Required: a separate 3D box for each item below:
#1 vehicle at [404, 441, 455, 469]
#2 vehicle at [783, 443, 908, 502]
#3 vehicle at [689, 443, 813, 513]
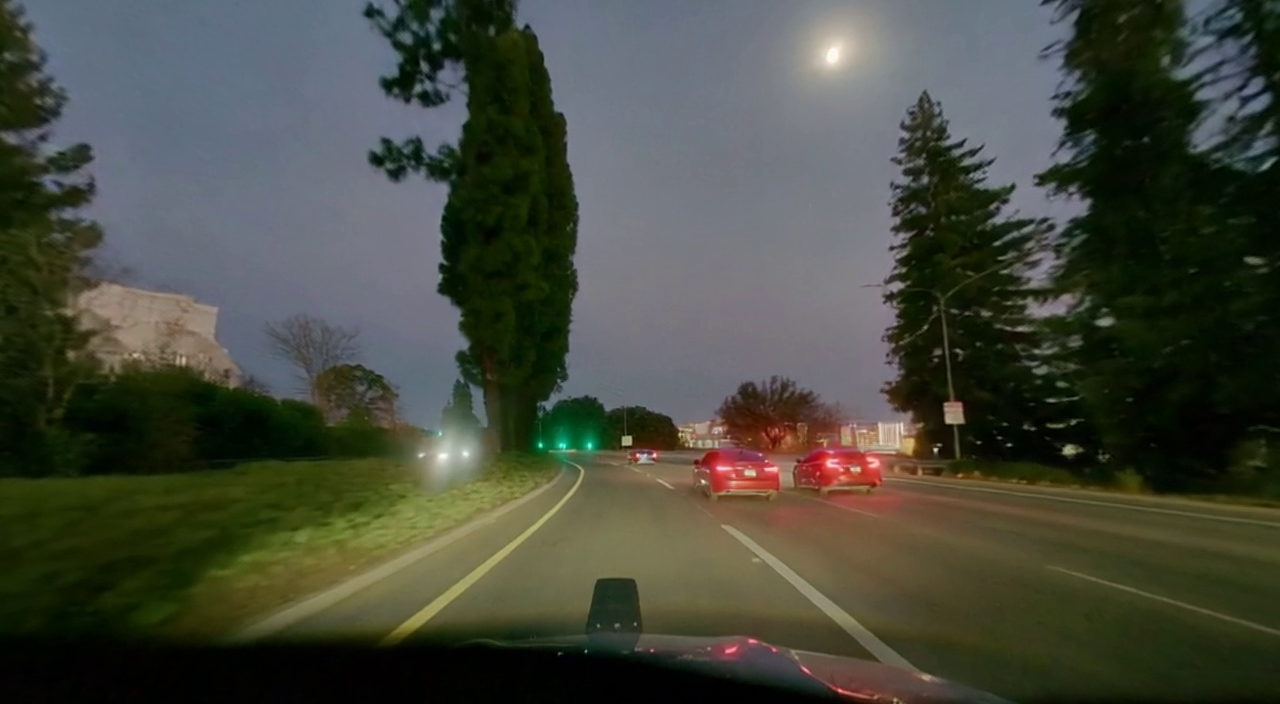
[{"bbox_3d":[-12.900,6.326,38.819,1.968,1.643,4.351,1,-9,-5],"label":"vehicle"},{"bbox_3d":[5.743,3.417,18.254,1.901,1.474,4.363,1,-9,-4],"label":"vehicle"},{"bbox_3d":[2.549,3.025,15.625,2.077,1.464,4.134,1,-9,-4],"label":"vehicle"}]
